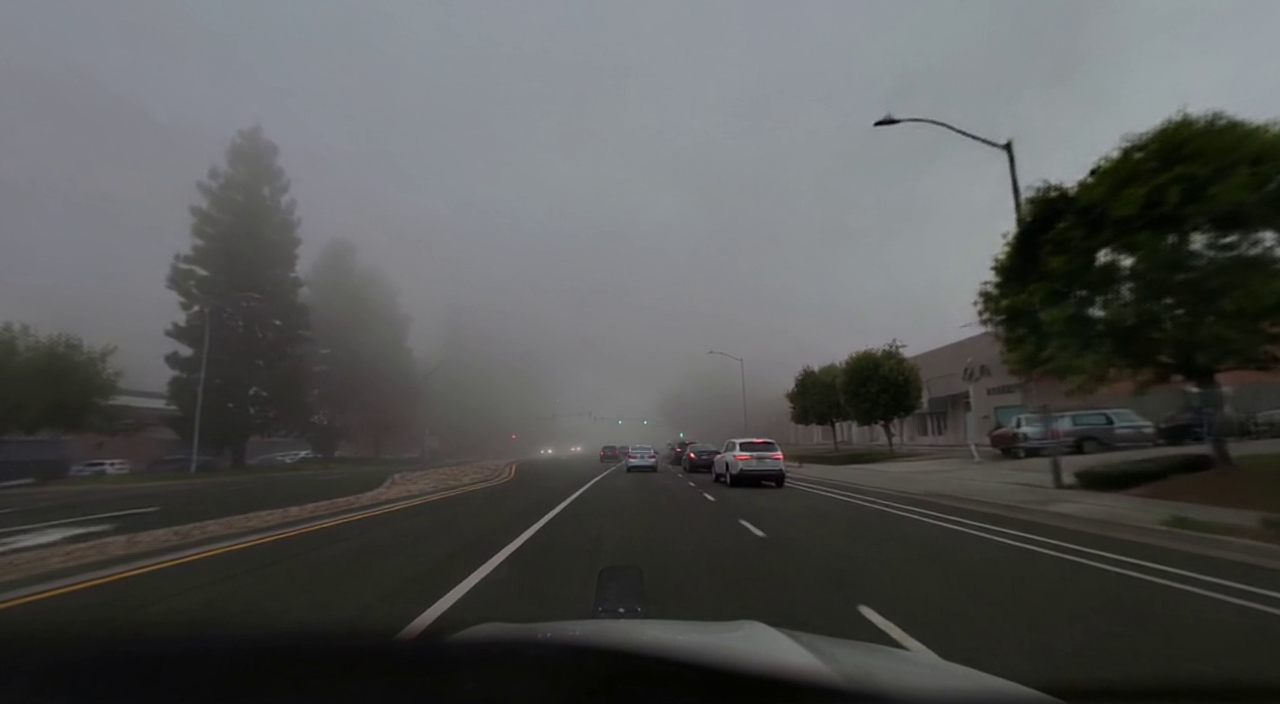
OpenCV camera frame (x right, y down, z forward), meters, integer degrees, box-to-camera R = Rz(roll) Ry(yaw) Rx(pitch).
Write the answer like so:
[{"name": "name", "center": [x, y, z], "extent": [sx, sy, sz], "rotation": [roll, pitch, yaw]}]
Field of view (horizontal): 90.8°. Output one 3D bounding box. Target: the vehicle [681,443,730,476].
[{"name": "vehicle", "center": [3.076, 5.154, 30.583], "extent": [1.864, 1.484, 4.662], "rotation": [0, -8, 0]}]

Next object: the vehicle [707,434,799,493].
[{"name": "vehicle", "center": [3.453, 3.482, 20.096], "extent": [2.085, 1.668, 4.077], "rotation": [0, -8, -1]}]

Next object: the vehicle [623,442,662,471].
[{"name": "vehicle", "center": [0.123, 5.775, 35.131], "extent": [2.023, 1.532, 3.891], "rotation": [0, -8, -1]}]
